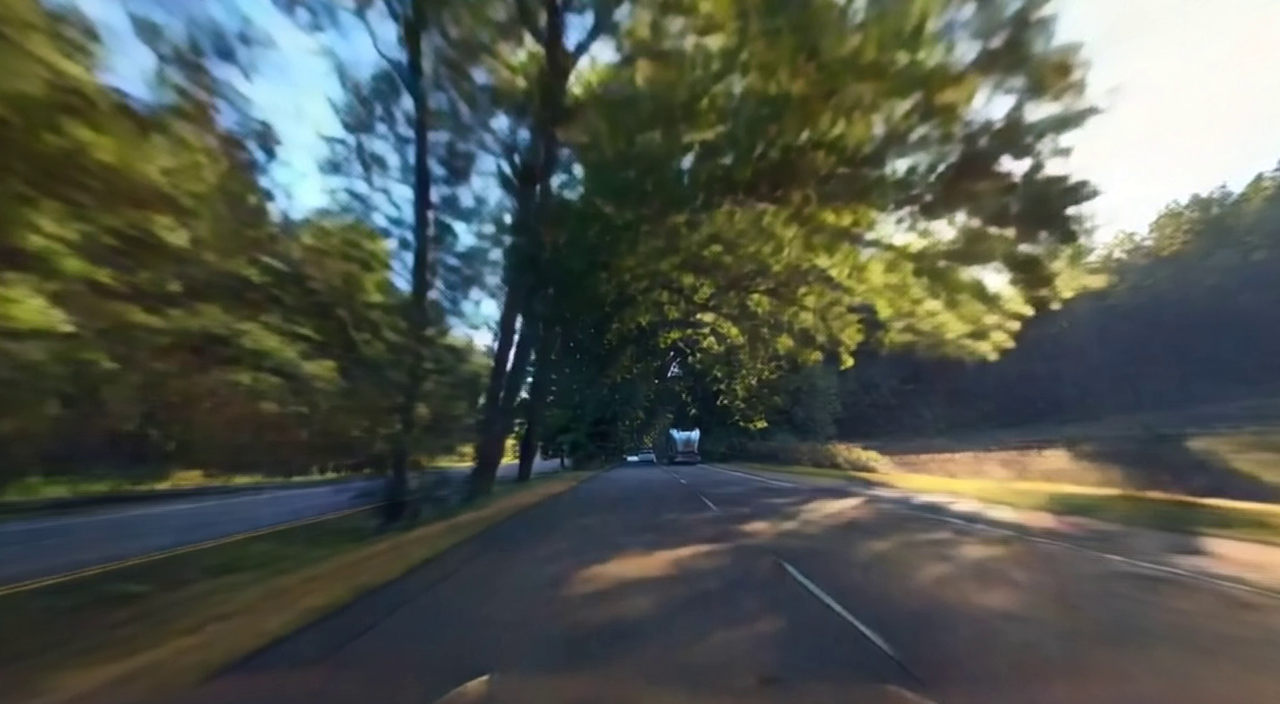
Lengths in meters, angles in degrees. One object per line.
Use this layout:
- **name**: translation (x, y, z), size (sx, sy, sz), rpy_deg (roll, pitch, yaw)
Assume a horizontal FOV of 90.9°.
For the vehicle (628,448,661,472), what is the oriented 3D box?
- **vehicle**: translation (0.243, 6.574, 38.384), size (1.926, 1.386, 3.615), rpy_deg (0, -9, 0)
